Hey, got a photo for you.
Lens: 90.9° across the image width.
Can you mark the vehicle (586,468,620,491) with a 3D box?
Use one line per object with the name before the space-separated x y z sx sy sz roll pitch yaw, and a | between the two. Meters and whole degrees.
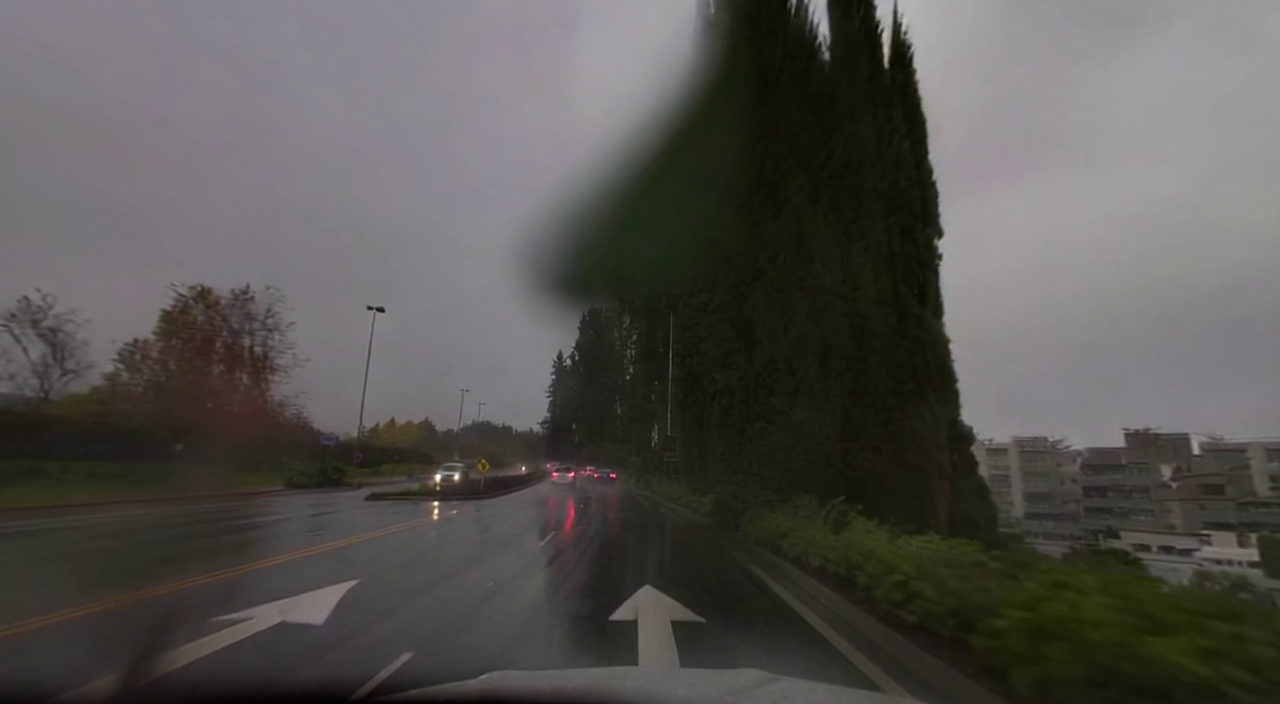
vehicle | -2.660 8.976 44.582 2.129 1.471 4.258 2 -10 -6
